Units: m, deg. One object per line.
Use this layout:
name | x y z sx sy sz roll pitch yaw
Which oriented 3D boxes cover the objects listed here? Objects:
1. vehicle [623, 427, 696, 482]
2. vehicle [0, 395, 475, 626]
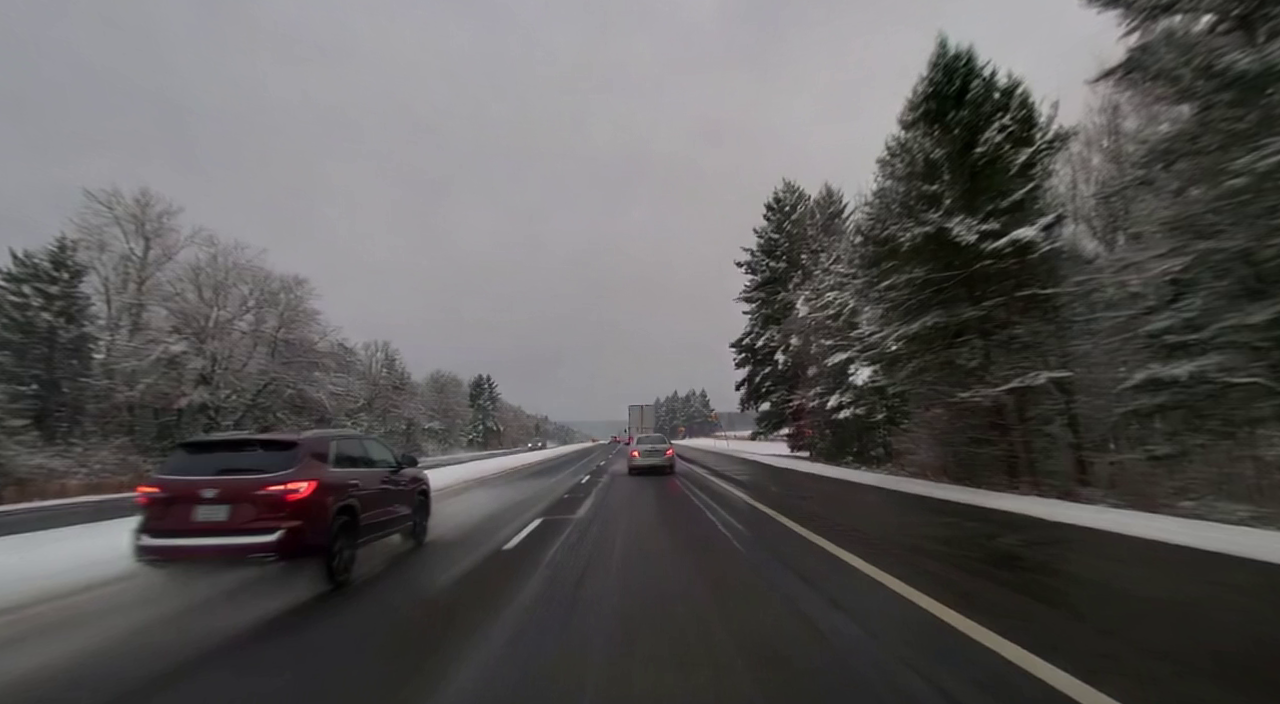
vehicle | 0.523 3.204 20.012 2.072 1.534 4.300 0 -8 0
vehicle | -3.598 1.453 6.967 2.192 1.623 4.887 0 -8 0
